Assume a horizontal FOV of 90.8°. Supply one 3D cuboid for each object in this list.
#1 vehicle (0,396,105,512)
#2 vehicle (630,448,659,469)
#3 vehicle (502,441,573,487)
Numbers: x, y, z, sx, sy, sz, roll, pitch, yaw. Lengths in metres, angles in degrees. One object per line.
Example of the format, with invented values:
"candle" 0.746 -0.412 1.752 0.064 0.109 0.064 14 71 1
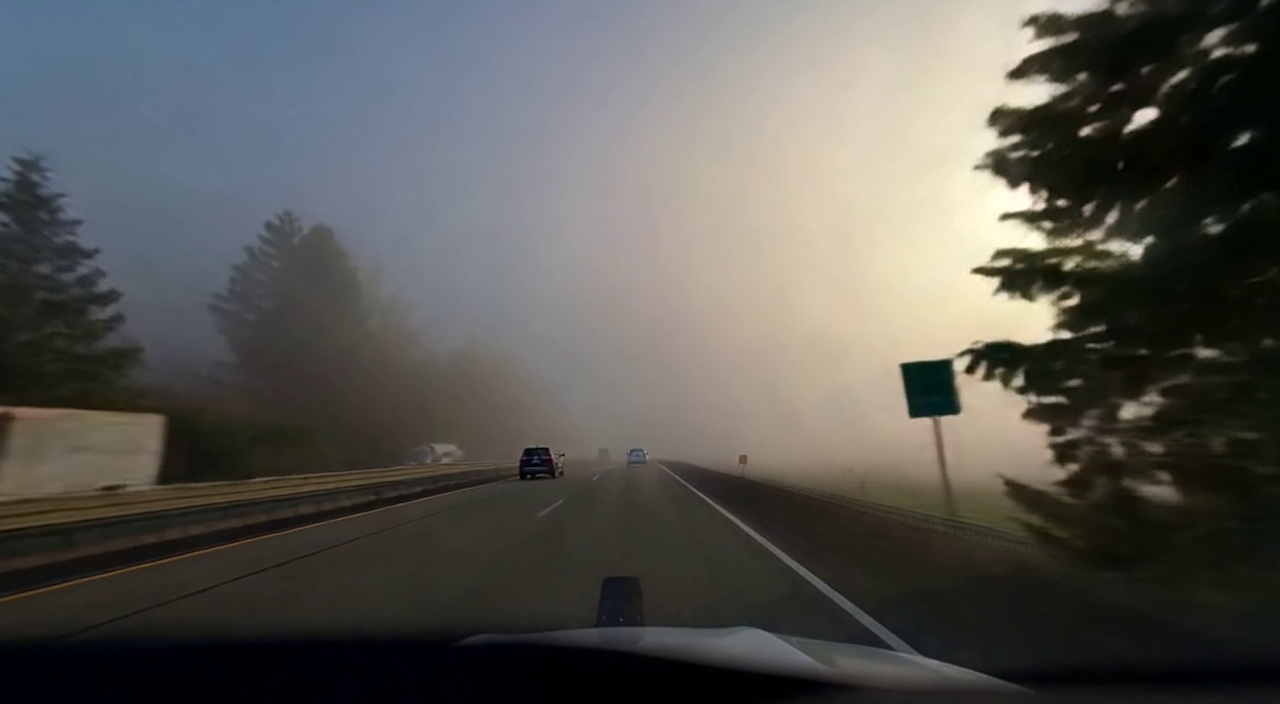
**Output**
"vehicle" -16.574 2.367 14.589 2.419 2.745 6.688 0 -9 0
"vehicle" 0.292 7.743 45.960 2.046 1.452 4.407 0 -9 -1
"vehicle" -4.022 4.457 25.452 2.100 1.667 4.223 0 -9 1
